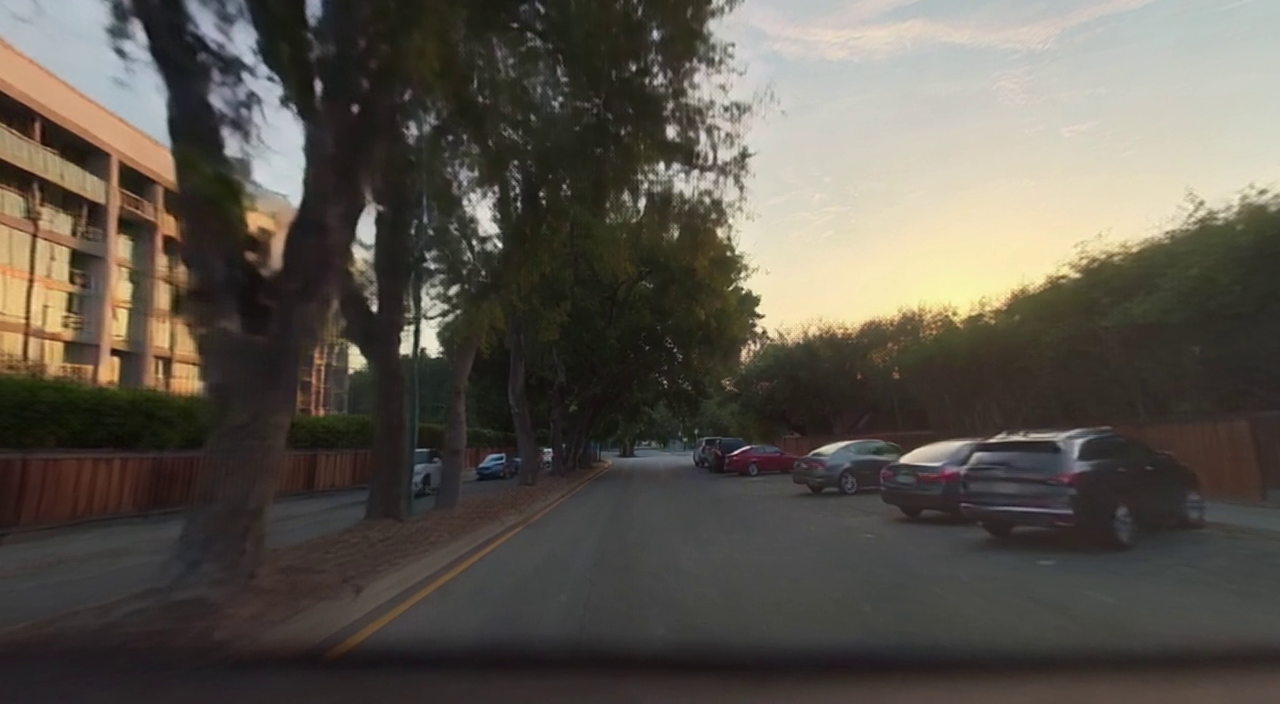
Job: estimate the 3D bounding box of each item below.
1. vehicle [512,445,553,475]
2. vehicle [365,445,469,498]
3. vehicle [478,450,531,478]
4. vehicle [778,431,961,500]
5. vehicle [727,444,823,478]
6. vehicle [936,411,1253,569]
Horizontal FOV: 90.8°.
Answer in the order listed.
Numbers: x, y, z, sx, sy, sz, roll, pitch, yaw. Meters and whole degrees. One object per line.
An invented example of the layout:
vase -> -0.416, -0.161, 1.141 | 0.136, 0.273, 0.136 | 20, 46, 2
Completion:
vehicle -> -7.455, 7.526, 44.263 | 1.957, 1.693, 4.588 | -2, -6, 1
vehicle -> -7.867, 4.229, 22.809 | 2.172, 1.707, 4.273 | 0, -8, 0
vehicle -> -7.916, 6.576, 37.301 | 1.911, 1.497, 4.738 | 0, -8, 2
vehicle -> 6.637, 3.221, 18.262 | 4.858, 1.758, 2.021 | 4, -9, -25
vehicle -> 6.518, 5.224, 30.524 | 4.265, 1.510, 1.915 | 5, -10, -28
vehicle -> 6.355, 1.772, 8.809 | 3.954, 1.666, 2.213 | 6, -10, -33
